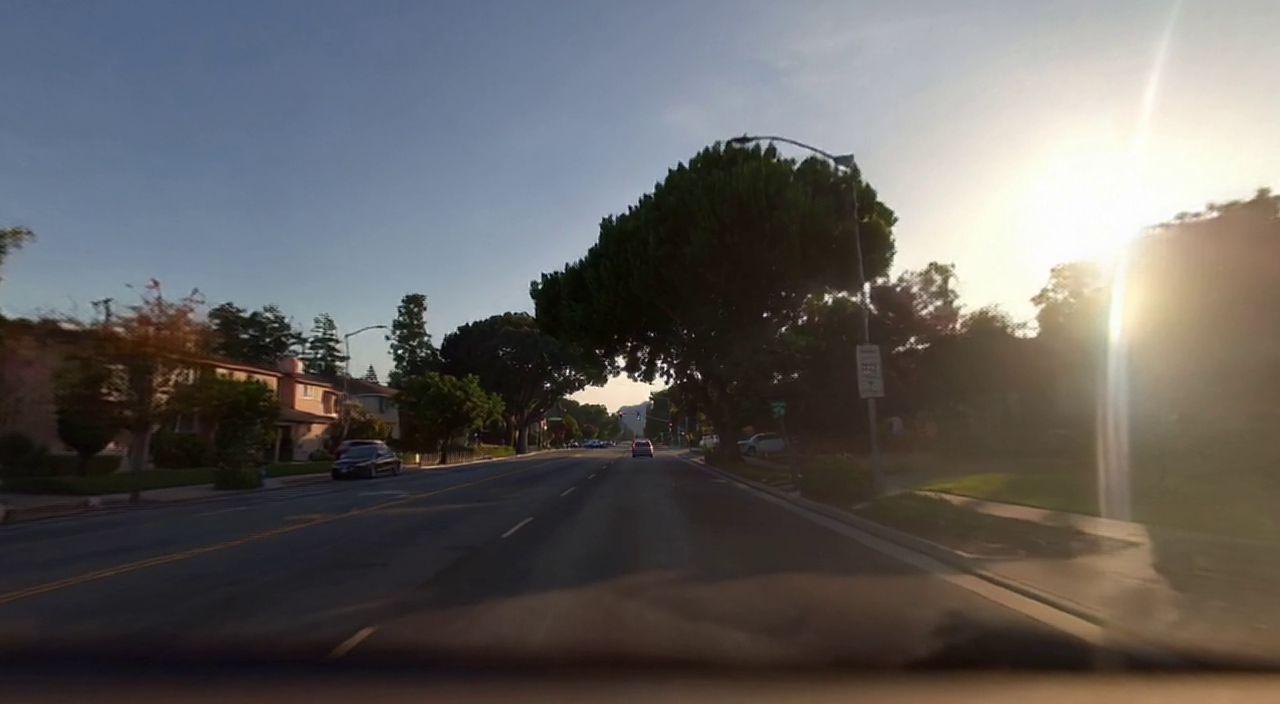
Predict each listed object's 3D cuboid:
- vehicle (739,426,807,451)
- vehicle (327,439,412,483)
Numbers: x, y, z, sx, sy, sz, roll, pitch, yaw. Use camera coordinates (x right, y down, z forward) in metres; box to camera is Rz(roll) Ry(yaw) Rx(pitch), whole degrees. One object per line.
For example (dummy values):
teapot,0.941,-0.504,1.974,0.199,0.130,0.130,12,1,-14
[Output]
vehicle,10.279,6.741,49.086,4.746,1.485,1.916,-5,-8,-1
vehicle,-14.265,5.714,33.627,2.337,1.850,5.448,-4,-6,-3
